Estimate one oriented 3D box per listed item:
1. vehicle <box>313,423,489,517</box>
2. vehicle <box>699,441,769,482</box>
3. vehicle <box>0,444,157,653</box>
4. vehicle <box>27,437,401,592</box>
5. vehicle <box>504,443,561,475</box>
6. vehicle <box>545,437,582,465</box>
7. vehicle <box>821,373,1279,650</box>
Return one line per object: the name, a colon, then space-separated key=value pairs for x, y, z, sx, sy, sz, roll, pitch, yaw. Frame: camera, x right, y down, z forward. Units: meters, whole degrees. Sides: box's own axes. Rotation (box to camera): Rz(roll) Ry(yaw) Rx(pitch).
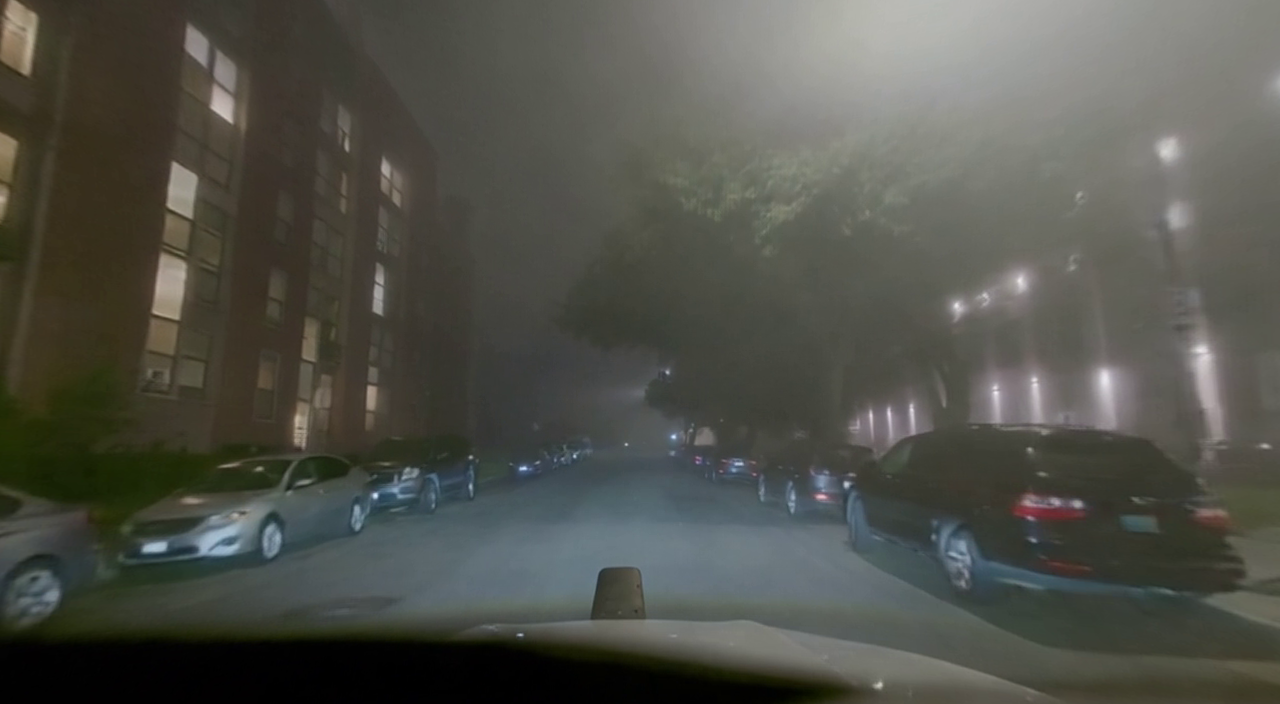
vehicle: x=-5.289 y=2.678 z=14.949 sx=2.213 sy=1.825 sz=4.986 roll=0 pitch=-8 yaw=0
vehicle: x=3.657 y=4.336 z=25.446 sx=1.881 sy=1.460 sz=4.737 roll=0 pitch=-8 yaw=-3
vehicle: x=-5.414 y=1.324 z=3.645 sx=1.799 sy=1.440 sz=4.411 roll=-4 pitch=-8 yaw=0
vehicle: x=-5.344 y=2.039 z=9.014 sx=2.026 sy=1.461 sz=4.837 roll=-4 pitch=-8 yaw=0
vehicle: x=-5.285 y=5.324 z=31.685 sx=2.080 sy=1.458 sz=4.511 roll=0 pitch=-8 yaw=0
vehicle: x=-5.390 y=7.026 z=45.054 sx=2.069 sy=1.881 sz=4.697 roll=0 pitch=-8 yaw=0
vehicle: x=3.757 y=1.408 z=6.724 sx=2.082 sy=1.809 sz=4.998 roll=0 pitch=-8 yaw=-1
